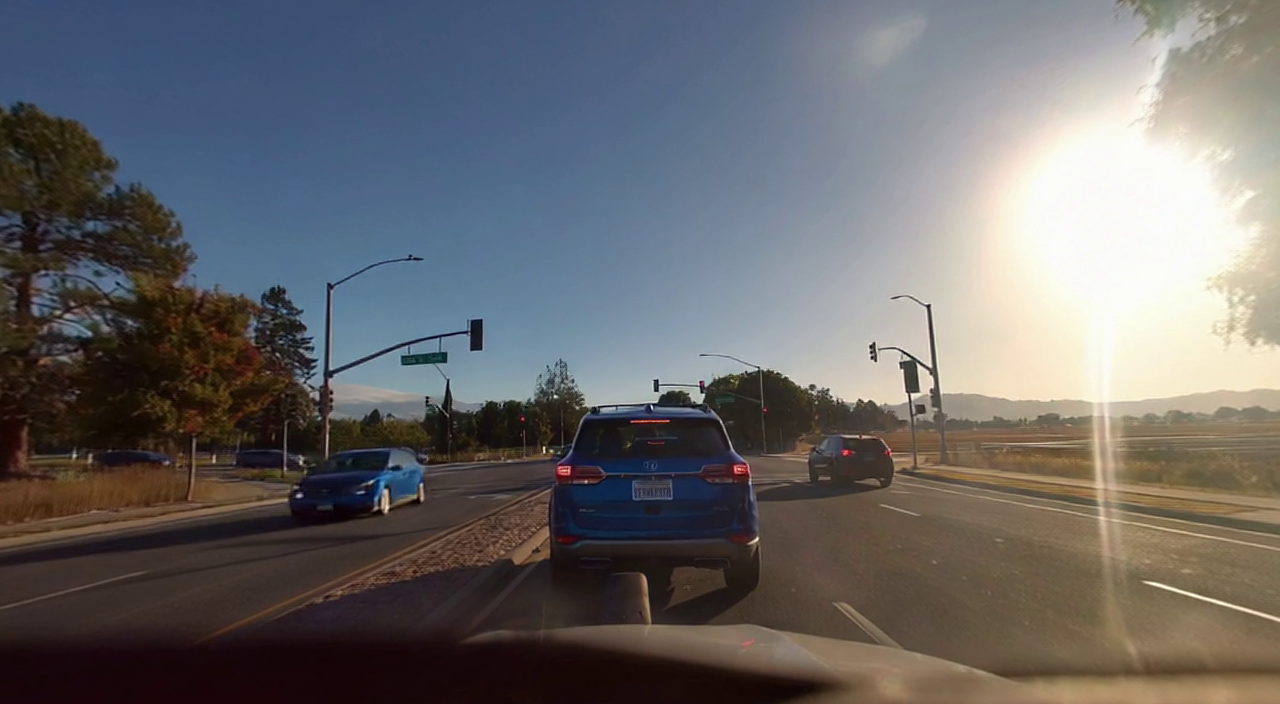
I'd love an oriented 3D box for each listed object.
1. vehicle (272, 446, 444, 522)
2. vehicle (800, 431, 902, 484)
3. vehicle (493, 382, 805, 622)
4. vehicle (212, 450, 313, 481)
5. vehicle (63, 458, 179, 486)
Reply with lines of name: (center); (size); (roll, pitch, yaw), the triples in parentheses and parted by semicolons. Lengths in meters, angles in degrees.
vehicle: (-6.391, 3.001, 15.057); (2.425, 1.480, 4.707); (1, -8, -7)
vehicle: (7.121, 3.603, 21.825); (2.012, 1.636, 4.352); (0, -8, 0)
vehicle: (0.056, 1.409, 6.816); (2.298, 1.770, 4.138); (0, -8, 0)
vehicle: (-21.414, 6.407, 35.838); (4.608, 1.680, 2.026); (-2, -8, 10)
vehicle: (-29.315, 6.788, 35.734); (4.559, 1.458, 2.265); (0, -8, 2)
